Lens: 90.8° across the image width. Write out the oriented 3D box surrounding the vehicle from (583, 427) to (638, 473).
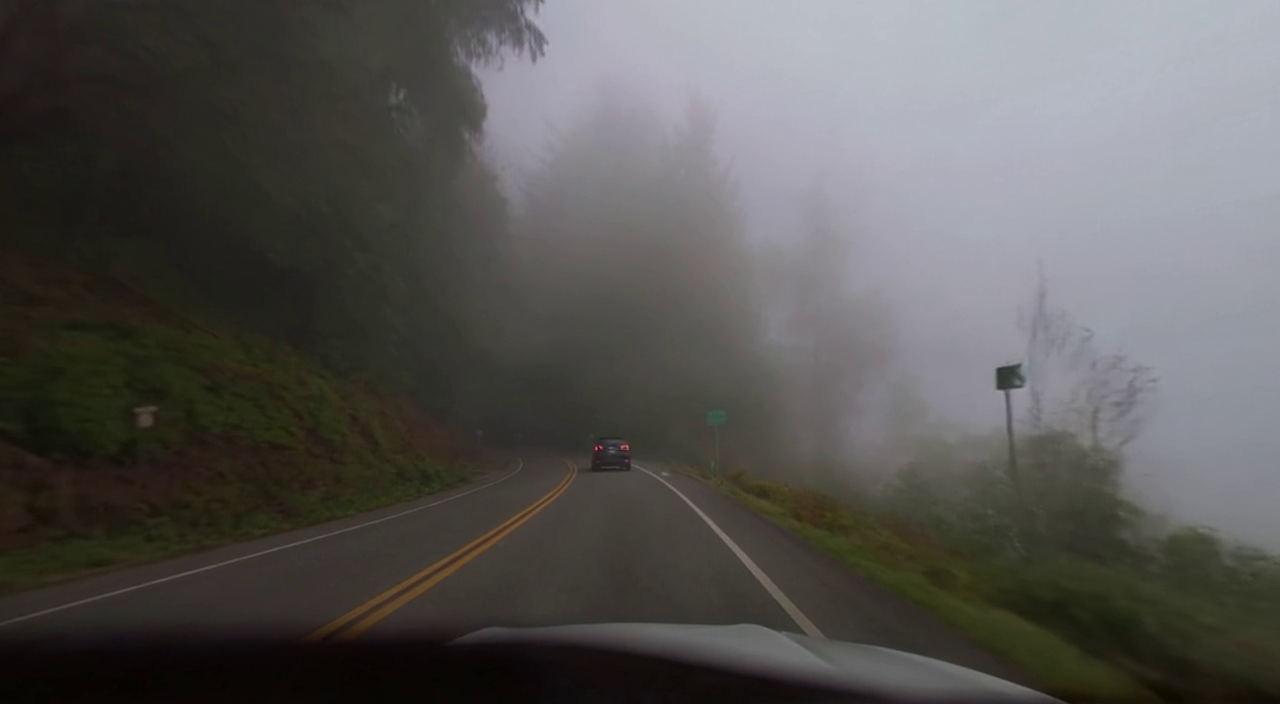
[{"bbox_3d":[-1.576,4.827,31.298,2.469,1.953,5.605,-1,-8,-5],"label":"vehicle"}]
